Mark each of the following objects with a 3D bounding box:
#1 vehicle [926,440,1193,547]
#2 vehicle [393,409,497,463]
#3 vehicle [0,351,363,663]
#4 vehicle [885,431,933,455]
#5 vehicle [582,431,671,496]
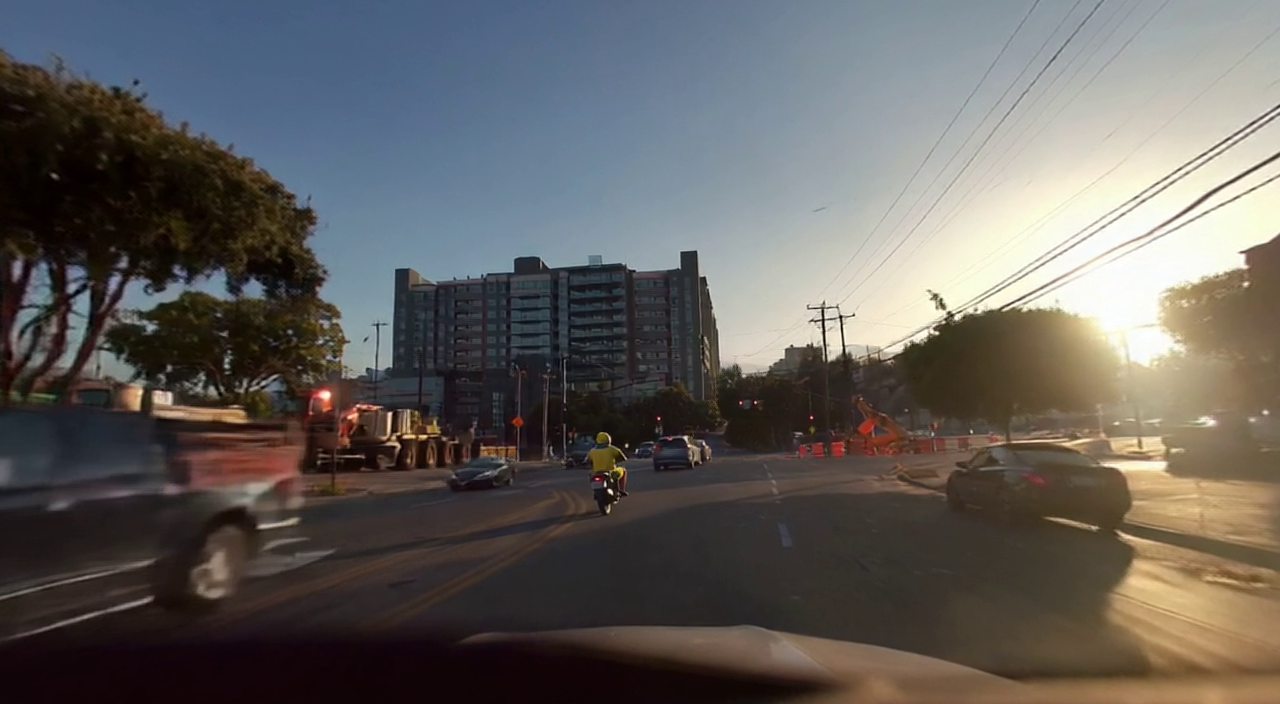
[{"bbox_3d":[6.909,2.322,11.180,1.973,1.457,4.522,-1,-8,6],"label":"vehicle"},{"bbox_3d":[-12.656,5.466,42.491,2.970,2.938,11.622,-3,-6,2],"label":"vehicle"},{"bbox_3d":[-4.968,1.158,5.232,2.222,1.911,5.988,-1,-8,5],"label":"vehicle"},{"bbox_3d":[20.402,6.907,48.032,1.918,1.732,4.650,-1,-8,5],"label":"vehicle"},{"bbox_3d":[-0.243,3.115,17.964,1.925,1.602,4.090,-1,-8,7],"label":"vehicle"}]
